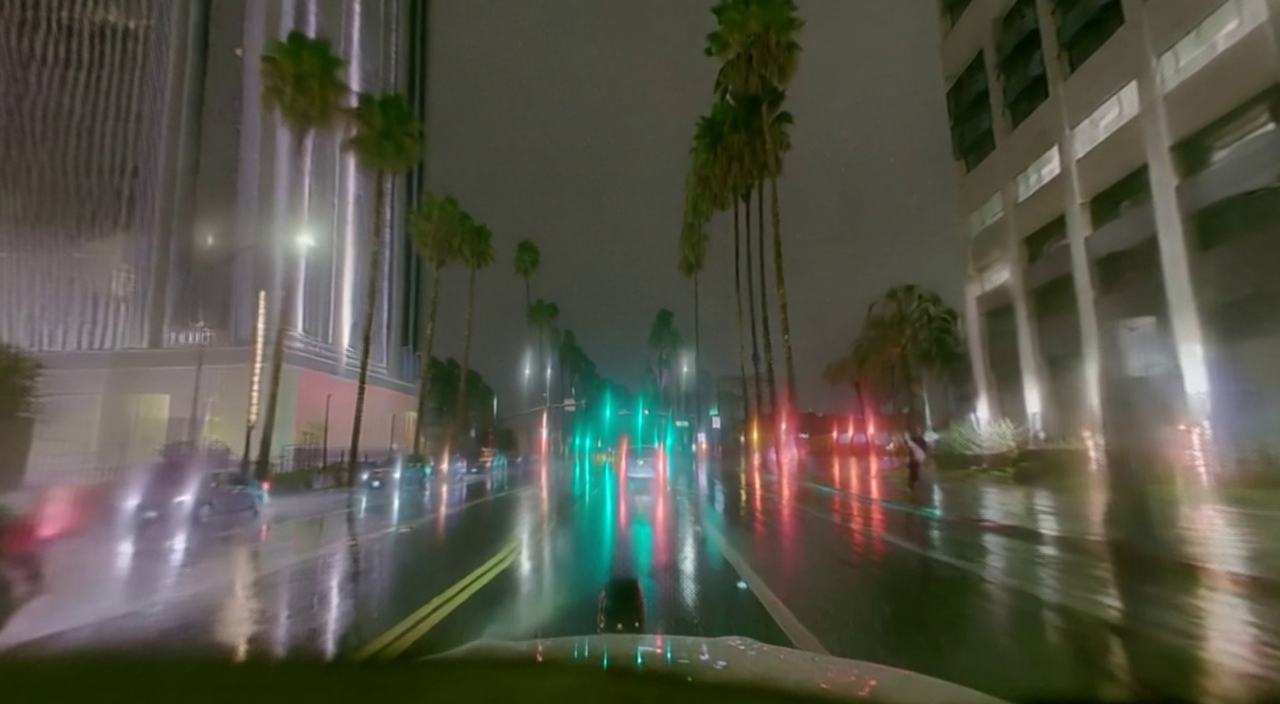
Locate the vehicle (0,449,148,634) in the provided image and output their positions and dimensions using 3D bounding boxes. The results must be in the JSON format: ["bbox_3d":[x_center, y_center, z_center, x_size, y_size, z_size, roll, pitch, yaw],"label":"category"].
[{"bbox_3d":[-6.170,1.409,4.287,1.951,1.476,4.452,-1,-9,1],"label":"vehicle"}]

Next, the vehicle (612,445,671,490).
[{"bbox_3d":[0.046,4.538,24.989,2.145,1.632,3.972,0,-9,0],"label":"vehicle"}]

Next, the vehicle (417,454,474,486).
[{"bbox_3d":[-12.049,7.311,39.334,1.981,1.803,4.835,0,-9,1],"label":"vehicle"}]

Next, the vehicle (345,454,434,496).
[{"bbox_3d":[-12.304,6.050,31.320,2.308,1.839,4.793,-1,-9,2],"label":"vehicle"}]

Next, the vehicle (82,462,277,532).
[{"bbox_3d":[-12.459,3.996,17.546,1.914,1.551,4.634,-4,-12,0],"label":"vehicle"}]
